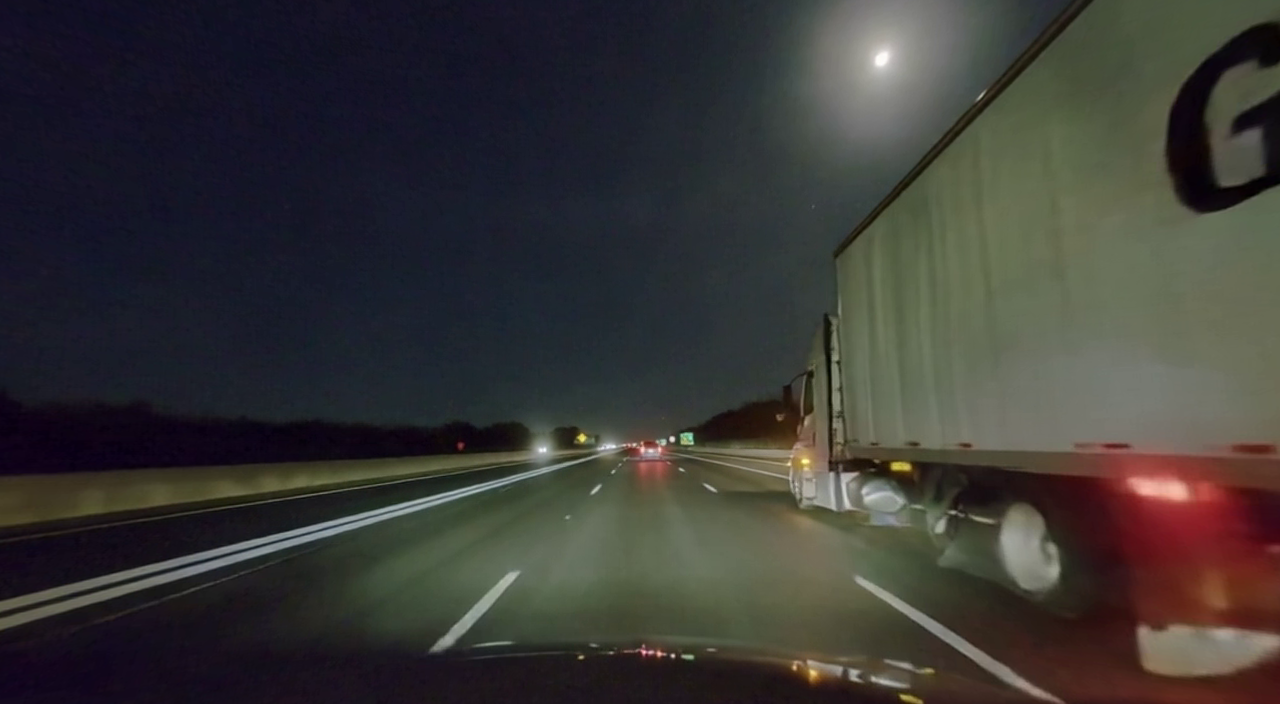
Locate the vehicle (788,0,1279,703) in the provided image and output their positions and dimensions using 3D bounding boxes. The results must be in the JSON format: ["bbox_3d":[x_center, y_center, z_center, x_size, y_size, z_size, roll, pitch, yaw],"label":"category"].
[{"bbox_3d":[4.093,0.162,5.479,3.027,3.903,10.307,0,-8,0],"label":"vehicle"}]

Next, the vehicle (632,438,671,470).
[{"bbox_3d":[0.611,5.630,34.861,2.050,1.654,4.192,0,-8,0],"label":"vehicle"}]
